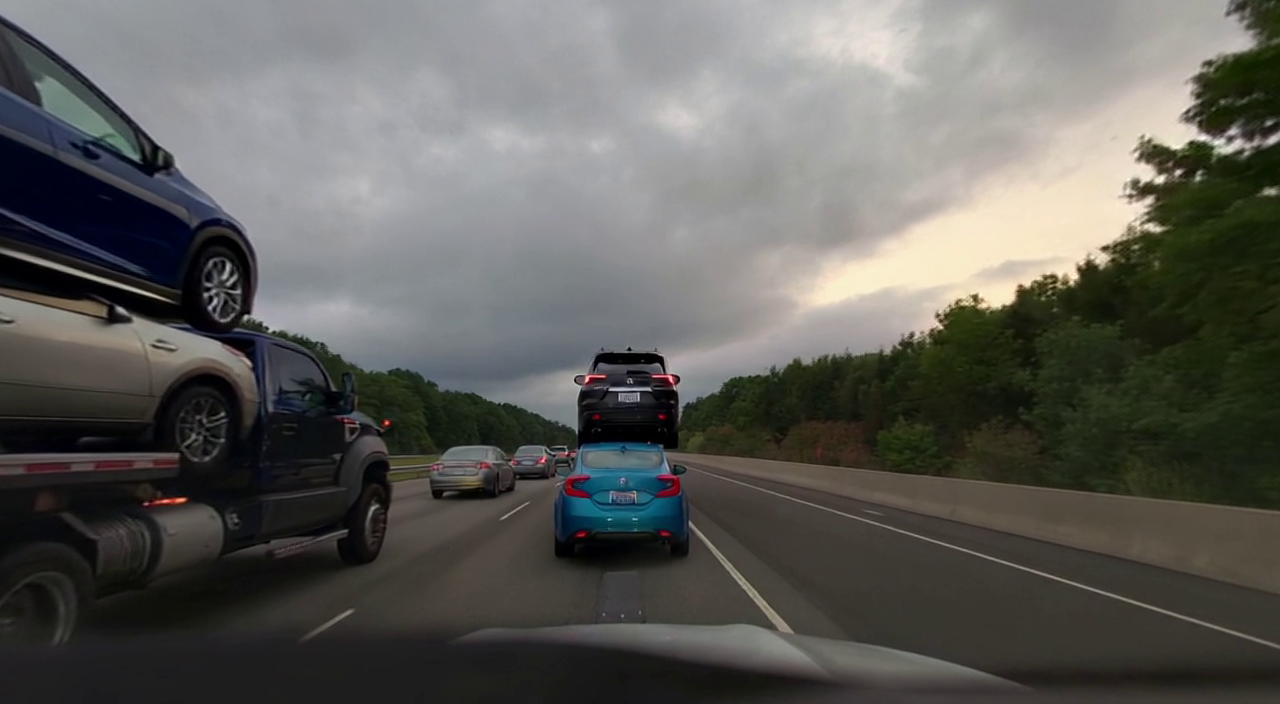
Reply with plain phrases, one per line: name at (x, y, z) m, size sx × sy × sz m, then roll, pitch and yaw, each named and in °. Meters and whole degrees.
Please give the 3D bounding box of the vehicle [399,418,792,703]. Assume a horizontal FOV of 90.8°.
vehicle at (-0.268, 1.362, 4.977) m, size 1.991 × 1.507 × 3.391 m, roll 0°, pitch -9°, yaw -2°

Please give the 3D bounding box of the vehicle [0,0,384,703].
vehicle at (-4.556, 0.184, 4.474) m, size 2.963 × 3.836 × 6.016 m, roll 0°, pitch -9°, yaw -2°
